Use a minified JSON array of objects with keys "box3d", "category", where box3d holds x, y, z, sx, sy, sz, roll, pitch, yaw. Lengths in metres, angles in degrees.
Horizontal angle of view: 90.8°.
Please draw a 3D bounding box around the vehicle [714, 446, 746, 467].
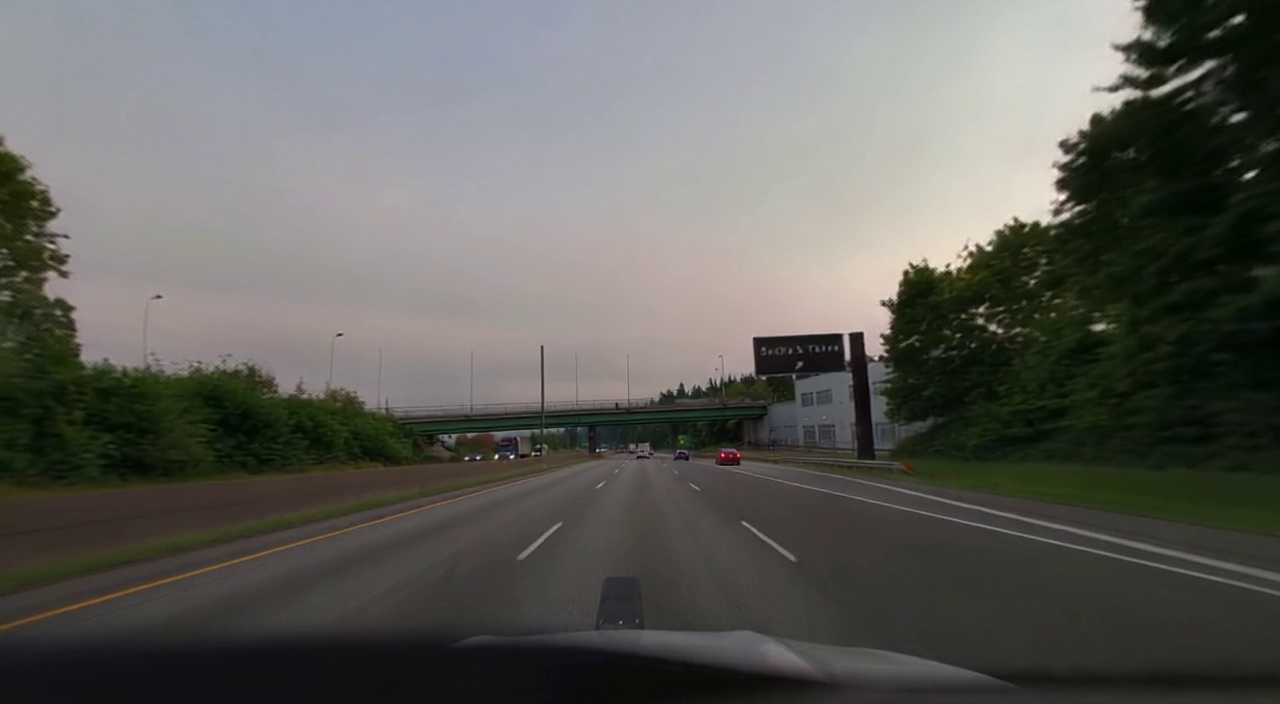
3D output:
[{"box3d":[6.881,7.986,48.498,1.923,1.516,3.815,0,-9,0],"category":"vehicle"}]
